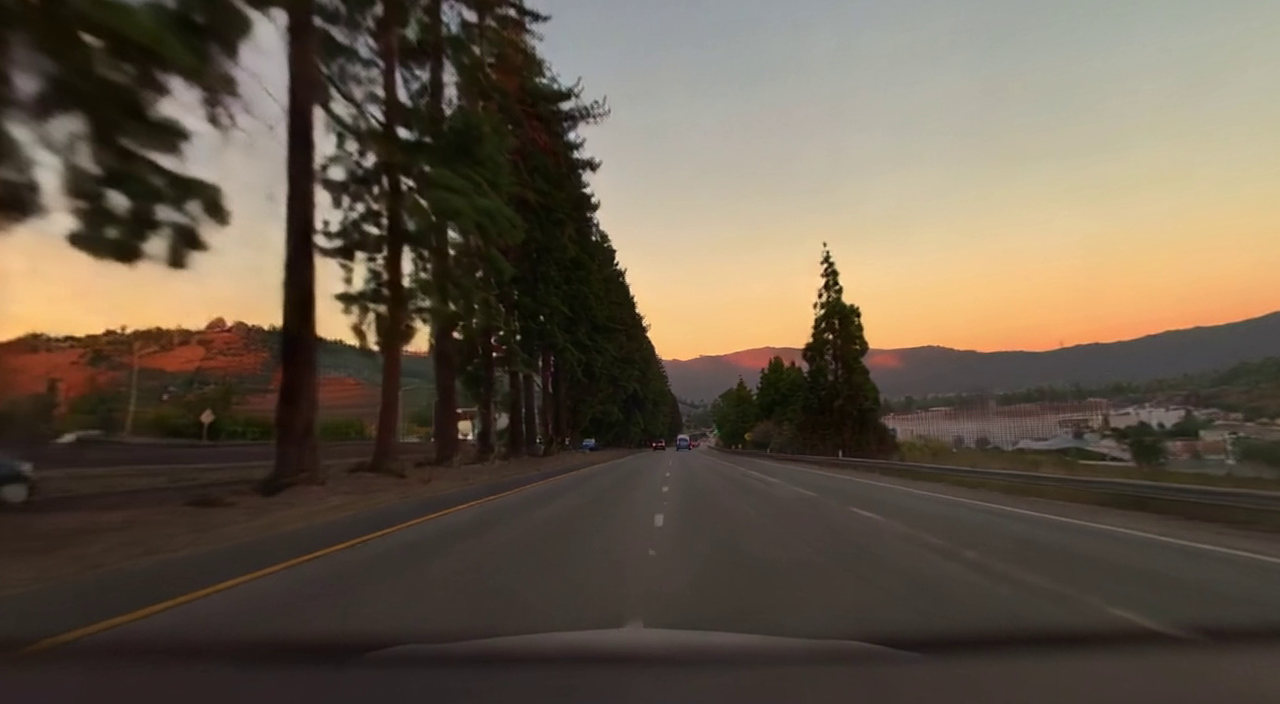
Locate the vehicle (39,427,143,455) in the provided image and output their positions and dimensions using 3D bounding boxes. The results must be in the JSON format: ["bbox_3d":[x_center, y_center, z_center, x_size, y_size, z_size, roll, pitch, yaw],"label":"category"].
[{"bbox_3d":[-40.543,6.630,46.817,2.111,1.911,5.832,-1,-8,6],"label":"vehicle"}]
